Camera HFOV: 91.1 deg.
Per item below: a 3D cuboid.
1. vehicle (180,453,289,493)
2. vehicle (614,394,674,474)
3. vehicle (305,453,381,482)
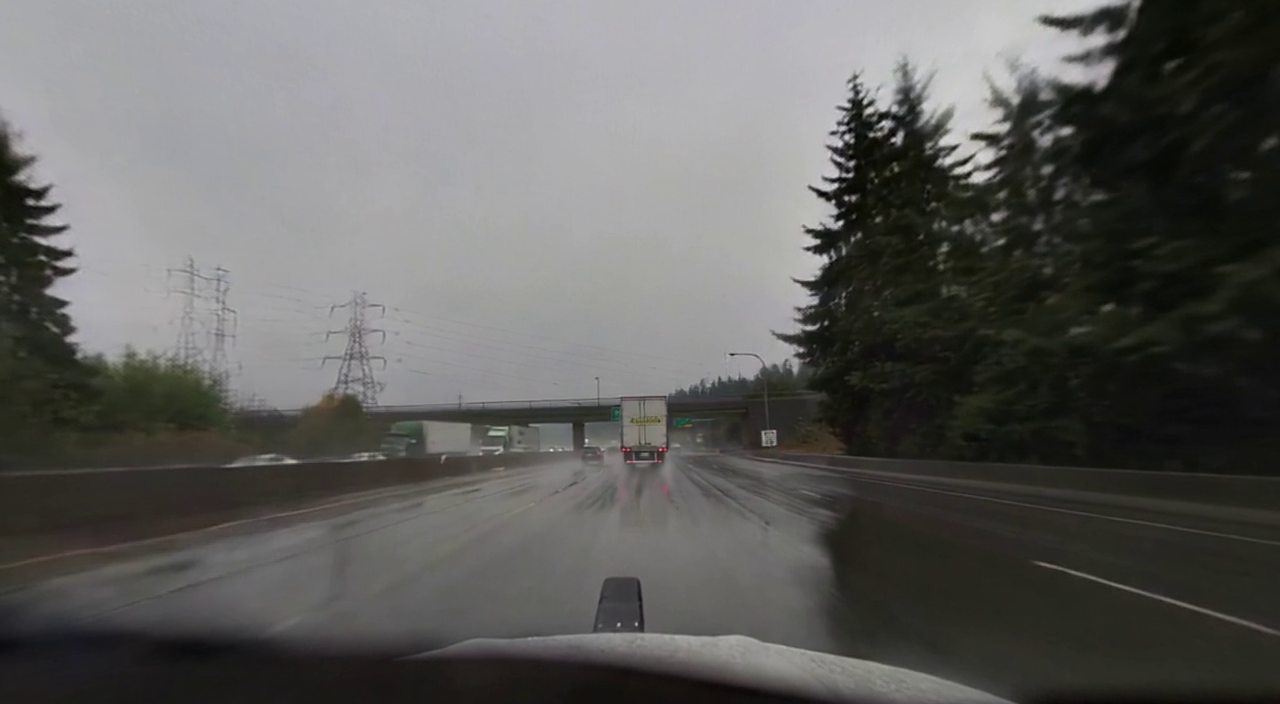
[{"bbox_3d":[-15.755,4.685,24.678,1.722,1.411,3.752,-1,-9,1],"label":"vehicle"},{"bbox_3d":[0.235,5.127,38.422,3.025,4.002,12.709,0,-9,0],"label":"vehicle"},{"bbox_3d":[-16.370,6.353,34.944,1.852,1.430,4.631,-1,-9,2],"label":"vehicle"}]
